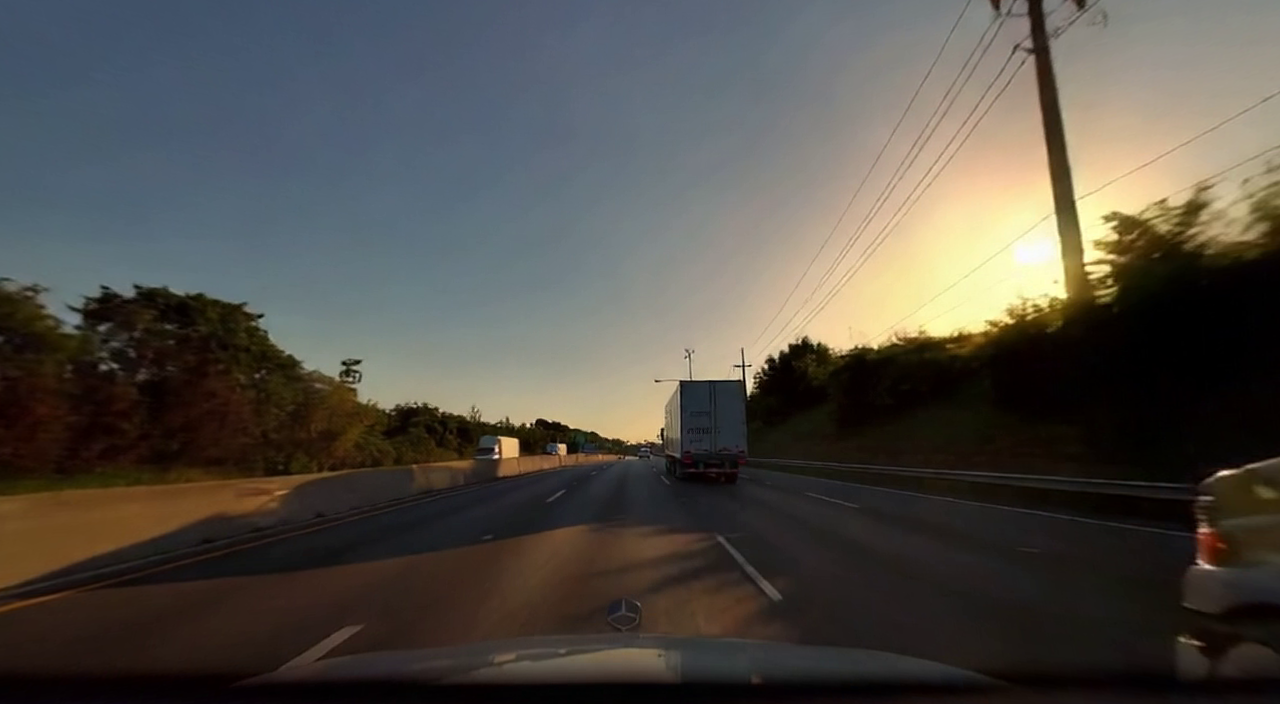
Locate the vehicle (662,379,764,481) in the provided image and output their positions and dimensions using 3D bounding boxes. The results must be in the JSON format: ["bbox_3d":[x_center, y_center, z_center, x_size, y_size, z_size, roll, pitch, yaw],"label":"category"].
[{"bbox_3d":[3.182,4.385,33.576,3.202,4.046,17.146,0,-9,-1],"label":"vehicle"}]
